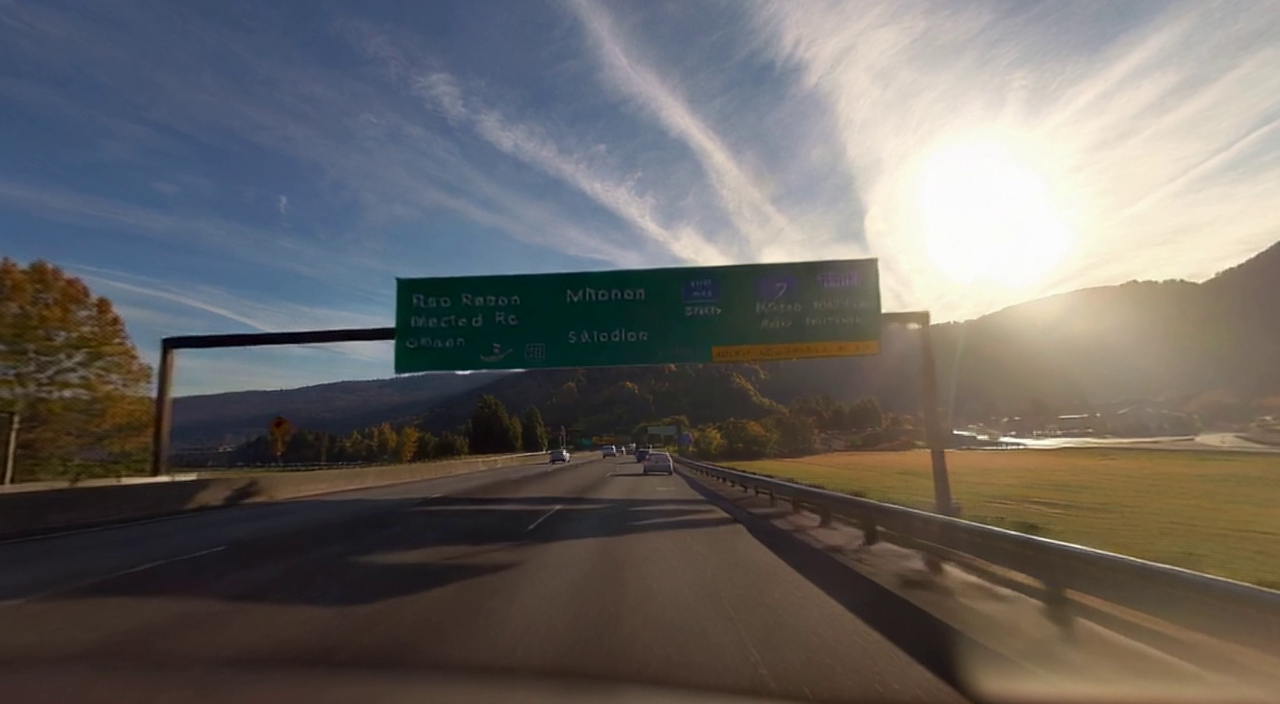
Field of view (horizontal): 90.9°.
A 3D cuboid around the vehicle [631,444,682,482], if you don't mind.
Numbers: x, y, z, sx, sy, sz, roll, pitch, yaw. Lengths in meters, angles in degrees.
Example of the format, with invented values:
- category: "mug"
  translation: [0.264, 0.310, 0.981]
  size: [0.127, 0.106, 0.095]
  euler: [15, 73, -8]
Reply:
- category: "vehicle"
  translation: [0.681, 4.744, 27.248]
  size: [2.019, 1.475, 4.301]
  euler: [-1, -9, 0]
